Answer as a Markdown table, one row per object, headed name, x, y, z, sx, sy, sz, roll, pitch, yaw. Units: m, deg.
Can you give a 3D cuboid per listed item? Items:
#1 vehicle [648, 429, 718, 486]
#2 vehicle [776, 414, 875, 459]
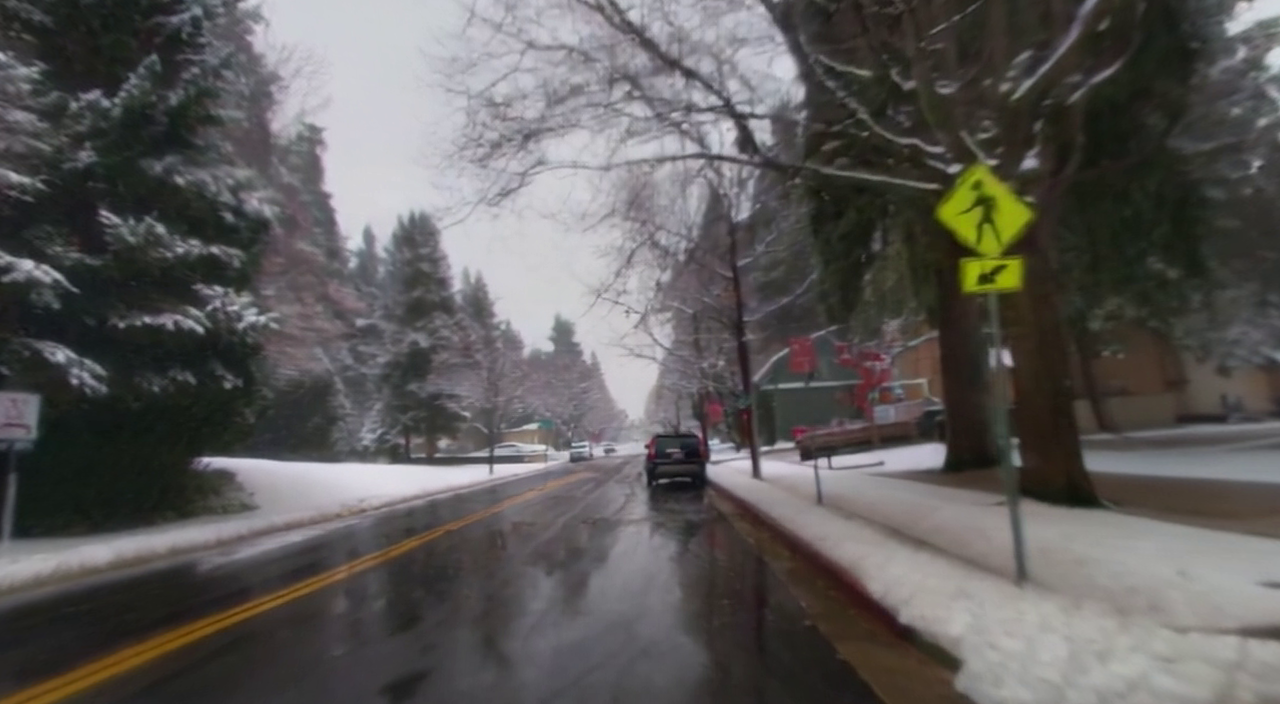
| name | x | y | z | sx | sy | sz | roll | pitch | yaw |
| --- | --- | --- | --- | --- | --- | --- | --- | --- | --- |
| vehicle | 1.445 | 3.682 | 22.294 | 2.204 | 1.776 | 4.262 | -1 | -8 | 2 |
| vehicle | 9.071 | 4.126 | 30.898 | 4.390 | 1.696 | 1.954 | -2 | -7 | -29 |
